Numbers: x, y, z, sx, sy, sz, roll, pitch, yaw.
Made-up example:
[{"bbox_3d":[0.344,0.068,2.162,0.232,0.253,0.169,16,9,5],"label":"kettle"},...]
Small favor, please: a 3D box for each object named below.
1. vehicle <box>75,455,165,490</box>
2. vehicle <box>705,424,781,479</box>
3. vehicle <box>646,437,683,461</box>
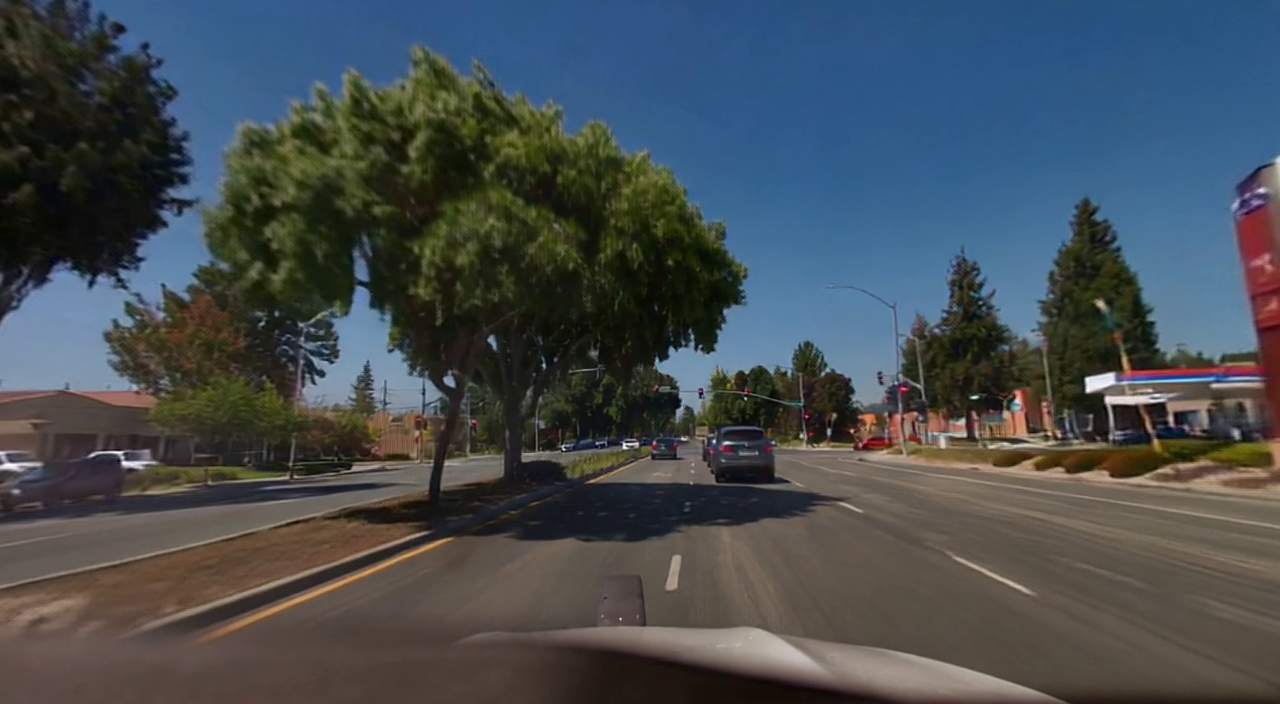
[{"bbox_3d":[-24.825,5.705,30.005,4.538,1.469,1.912,-6,-10,33],"label":"vehicle"},{"bbox_3d":[3.467,3.458,22.025,2.213,1.715,4.242,-1,-8,4],"label":"vehicle"},{"bbox_3d":[1.666,6.371,41.492,2.100,1.469,3.872,-1,-8,6],"label":"vehicle"}]
